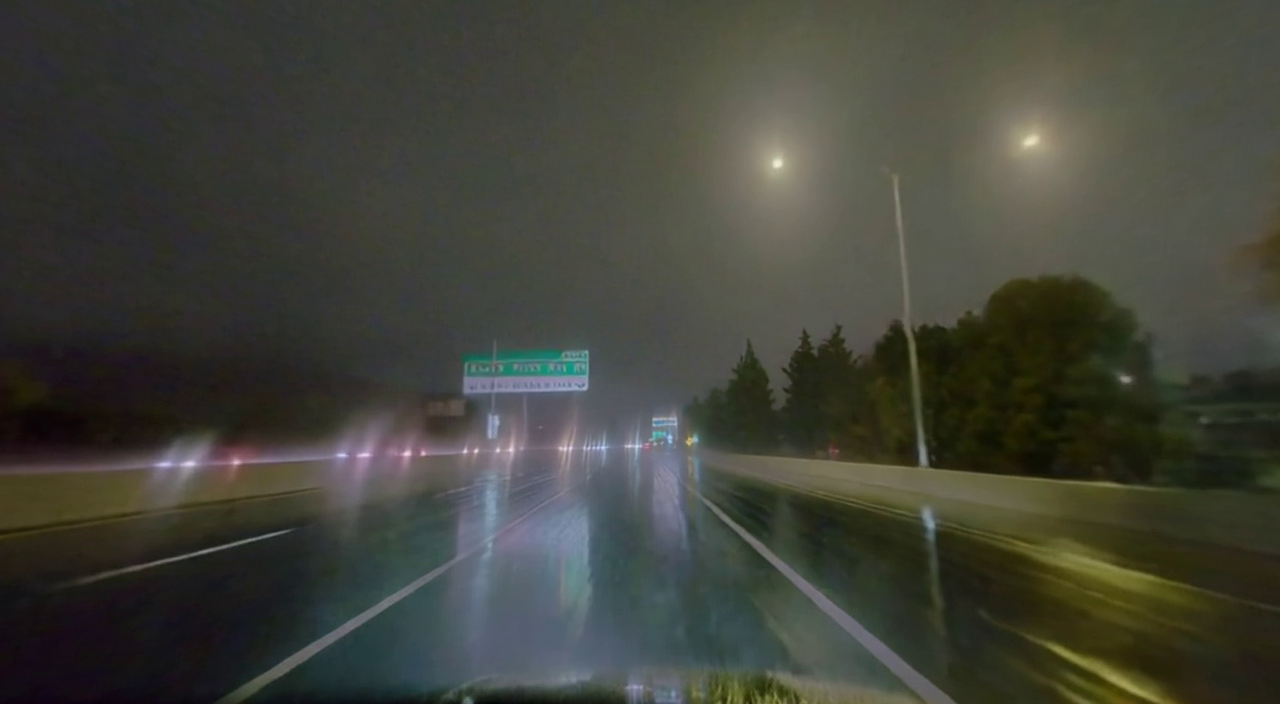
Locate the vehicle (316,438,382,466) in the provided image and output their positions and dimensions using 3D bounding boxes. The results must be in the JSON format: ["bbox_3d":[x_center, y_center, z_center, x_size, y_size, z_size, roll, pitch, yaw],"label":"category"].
[{"bbox_3d":[-17.442,5.995,38.067,1.861,1.565,4.374,0,-8,0],"label":"vehicle"}]
